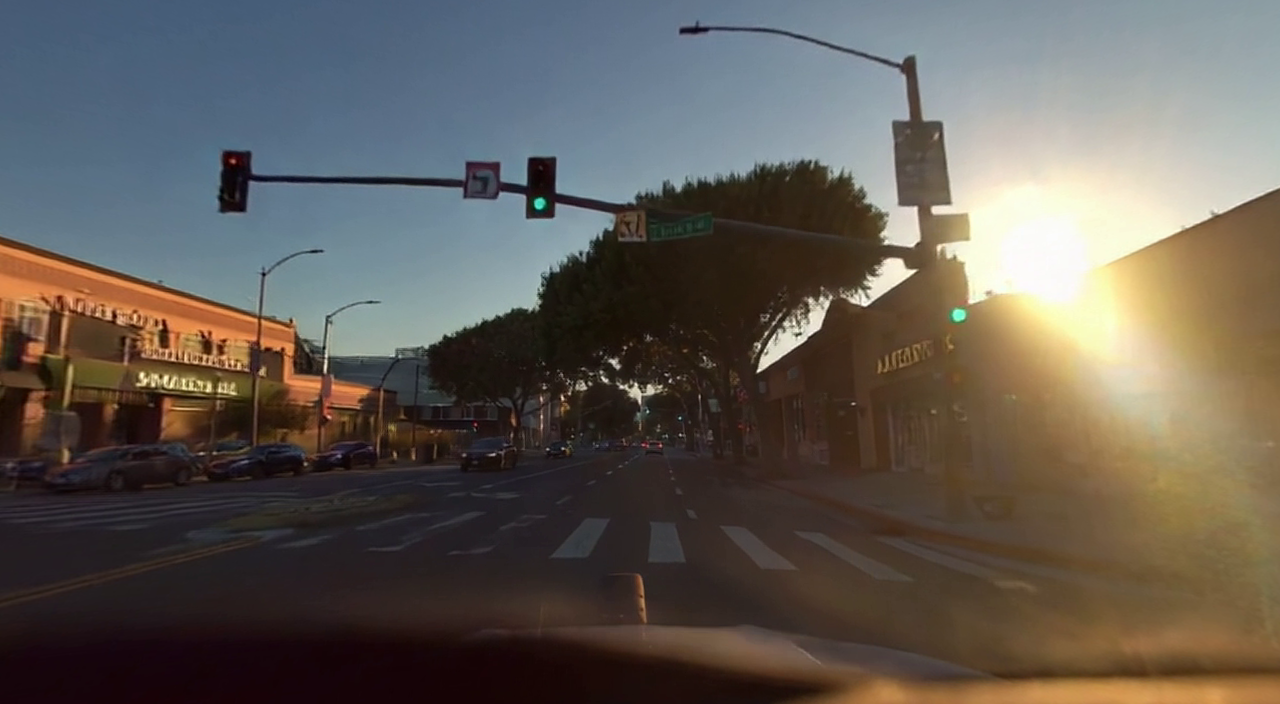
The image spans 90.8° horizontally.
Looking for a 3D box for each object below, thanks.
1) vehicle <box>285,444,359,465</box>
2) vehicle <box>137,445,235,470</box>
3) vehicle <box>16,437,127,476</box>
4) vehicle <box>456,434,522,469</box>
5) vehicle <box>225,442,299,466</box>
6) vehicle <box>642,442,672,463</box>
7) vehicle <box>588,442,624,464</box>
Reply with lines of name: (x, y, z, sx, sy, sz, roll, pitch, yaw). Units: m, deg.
vehicle: (-23.497, 7.595, 46.857, 1.985, 1.469, 4.428, -5, -10, 29)
vehicle: (-27.815, 6.438, 38.873, 1.755, 1.445, 4.485, -5, -10, 29)
vehicle: (-28.322, 5.188, 31.550, 1.643, 1.755, 3.666, -4, -9, 34)
vehicle: (-8.438, 5.642, 35.839, 2.281, 1.834, 4.736, -1, -9, 3)
vehicle: (-27.519, 7.398, 46.130, 1.969, 1.636, 4.136, -5, -10, 29)
vehicle: (1.303, 7.732, 48.886, 2.168, 1.545, 4.047, 0, -8, 1)
vehicle: (-2.312, 7.076, 44.311, 1.962, 1.420, 4.021, -1, -9, 5)
